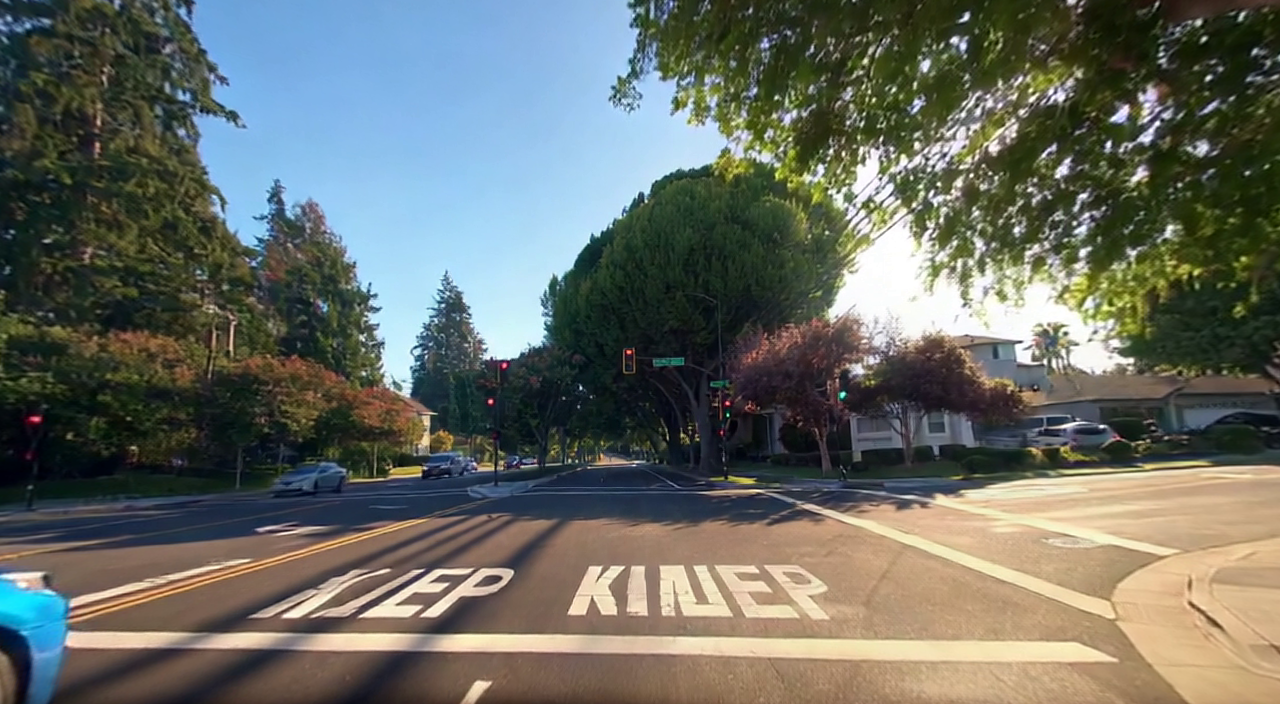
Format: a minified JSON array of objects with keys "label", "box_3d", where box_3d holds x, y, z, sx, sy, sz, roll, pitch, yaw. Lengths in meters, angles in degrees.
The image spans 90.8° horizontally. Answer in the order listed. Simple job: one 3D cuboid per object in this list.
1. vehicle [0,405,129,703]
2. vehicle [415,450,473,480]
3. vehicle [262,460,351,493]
[{"label":"vehicle","box_3d":[-3.669,0.733,0.969,1.980,1.508,4.502,0,-9,0]},{"label":"vehicle","box_3d":[-13.557,7.814,44.174,2.301,1.921,5.793,0,-9,-1]},{"label":"vehicle","box_3d":[-17.283,6.467,33.047,2.108,1.480,4.707,0,-9,-1]}]
